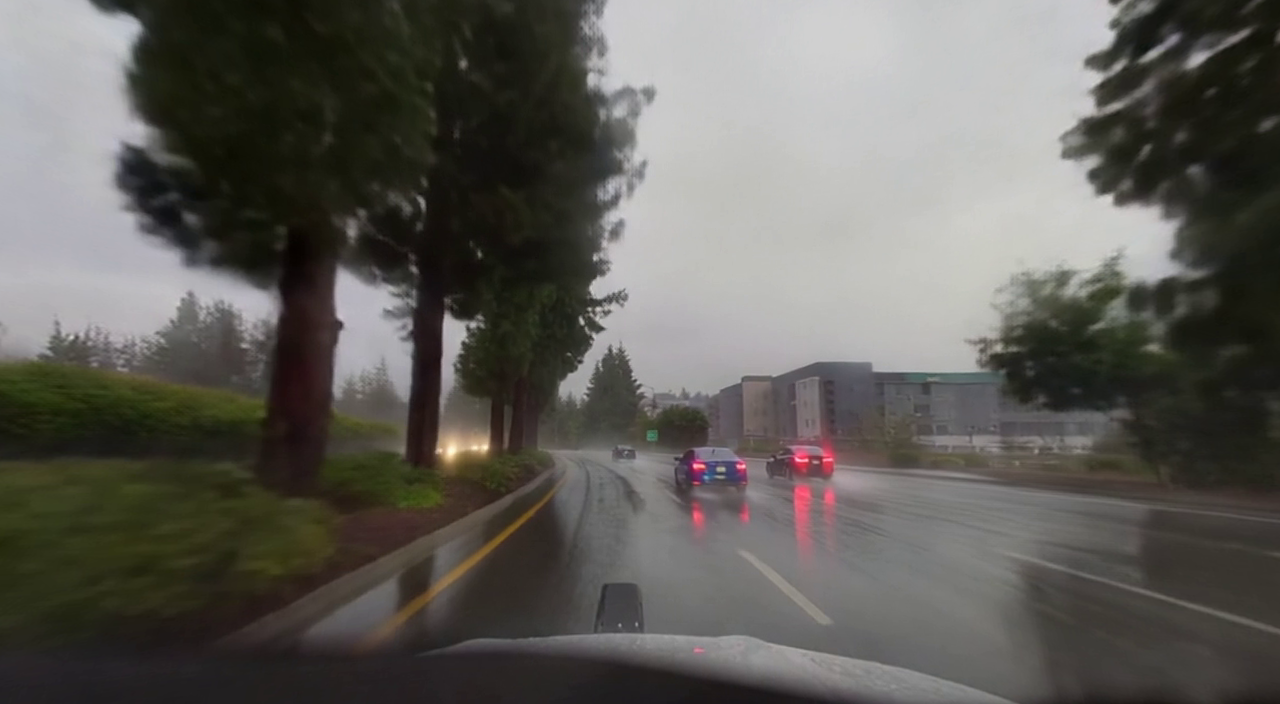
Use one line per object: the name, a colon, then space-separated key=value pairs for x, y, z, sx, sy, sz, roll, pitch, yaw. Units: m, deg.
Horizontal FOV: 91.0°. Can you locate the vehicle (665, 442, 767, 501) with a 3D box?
vehicle: x=1.999 y=3.327 z=17.959 sx=2.077 sy=1.464 sz=4.134 roll=1 pitch=-8 yaw=-5

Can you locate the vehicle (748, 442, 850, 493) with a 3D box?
vehicle: x=5.084 y=3.735 z=20.805 sx=1.901 sy=1.474 sz=4.363 roll=1 pitch=-9 yaw=-5
